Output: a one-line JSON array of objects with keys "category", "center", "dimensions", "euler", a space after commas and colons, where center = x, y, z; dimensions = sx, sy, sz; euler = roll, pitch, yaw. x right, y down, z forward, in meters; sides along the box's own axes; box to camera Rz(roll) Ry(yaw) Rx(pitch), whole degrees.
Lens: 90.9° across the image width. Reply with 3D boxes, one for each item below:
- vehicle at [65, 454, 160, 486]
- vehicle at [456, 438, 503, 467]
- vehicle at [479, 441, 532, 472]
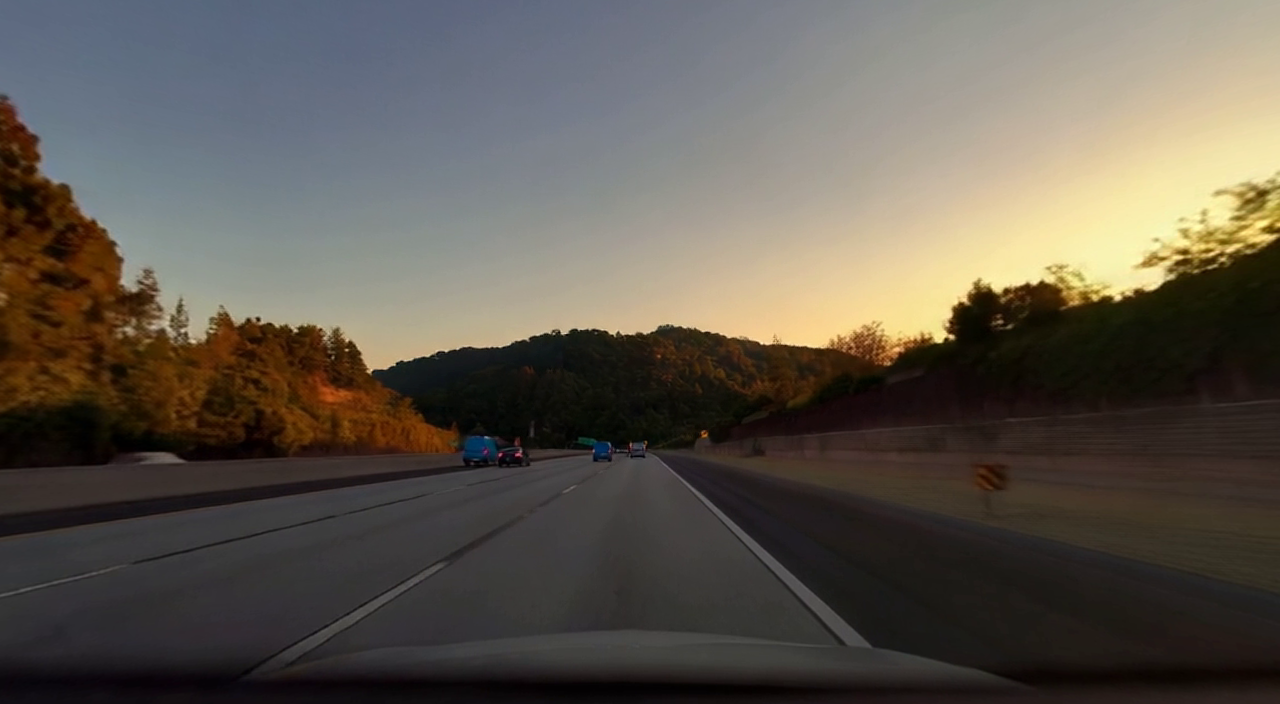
[{"category": "vehicle", "center": [-24.598, 5.486, 29.561], "dimensions": [1.514, 1.344, 3.325], "euler": [0, -8, 1]}, {"category": "vehicle", "center": [-10.970, 6.877, 43.447], "dimensions": [1.977, 1.870, 4.525], "euler": [0, -8, 0]}, {"category": "vehicle", "center": [-7.462, 5.838, 35.393], "dimensions": [2.014, 1.598, 4.015], "euler": [0, -8, 1]}]
